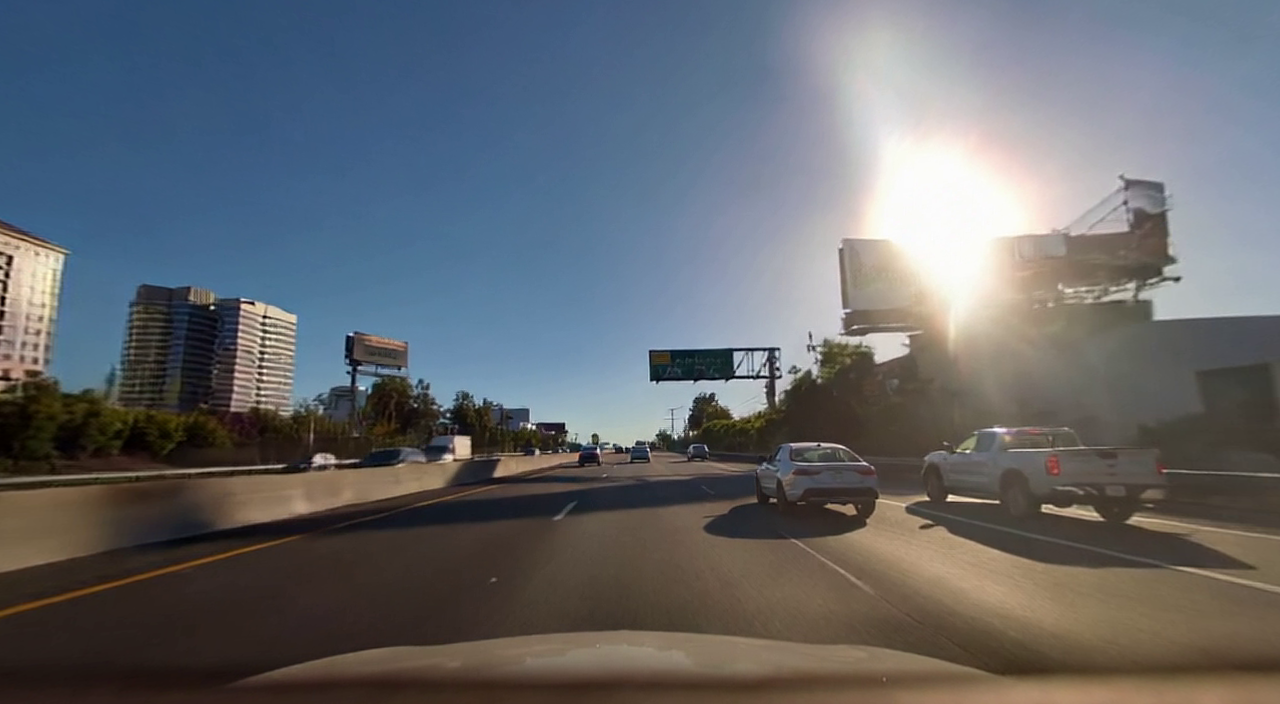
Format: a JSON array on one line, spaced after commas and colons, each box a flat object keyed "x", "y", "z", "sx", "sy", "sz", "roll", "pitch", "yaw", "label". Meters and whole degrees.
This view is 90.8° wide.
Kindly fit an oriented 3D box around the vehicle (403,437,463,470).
[{"x": -14.699, "y": 7.239, "z": 45.280, "sx": 2.438, "sy": 2.164, "sz": 5.666, "roll": 0, "pitch": -9, "yaw": 0, "label": "vehicle"}]

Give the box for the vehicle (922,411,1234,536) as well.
[{"x": 7.457, "y": 2.132, "z": 11.647, "sx": 2.176, "sy": 1.793, "sz": 4.841, "roll": 0, "pitch": -9, "yaw": -1, "label": "vehicle"}]

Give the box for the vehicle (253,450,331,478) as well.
[{"x": -19.976, "y": 6.452, "z": 36.549, "sx": 1.851, "sy": 1.470, "sz": 4.754, "roll": 0, "pitch": -9, "yaw": -1, "label": "vehicle"}]

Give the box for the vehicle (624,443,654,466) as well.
[{"x": -0.142, "y": 7.809, "z": 48.235, "sx": 2.191, "sy": 1.685, "sz": 4.015, "roll": 0, "pitch": -9, "yaw": -2, "label": "vehicle"}]

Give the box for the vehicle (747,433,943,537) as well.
[{"x": 3.420, "y": 2.307, "z": 11.632, "sx": 1.987, "sy": 1.509, "sz": 4.512, "roll": 0, "pitch": -9, "yaw": -1, "label": "vehicle"}]
